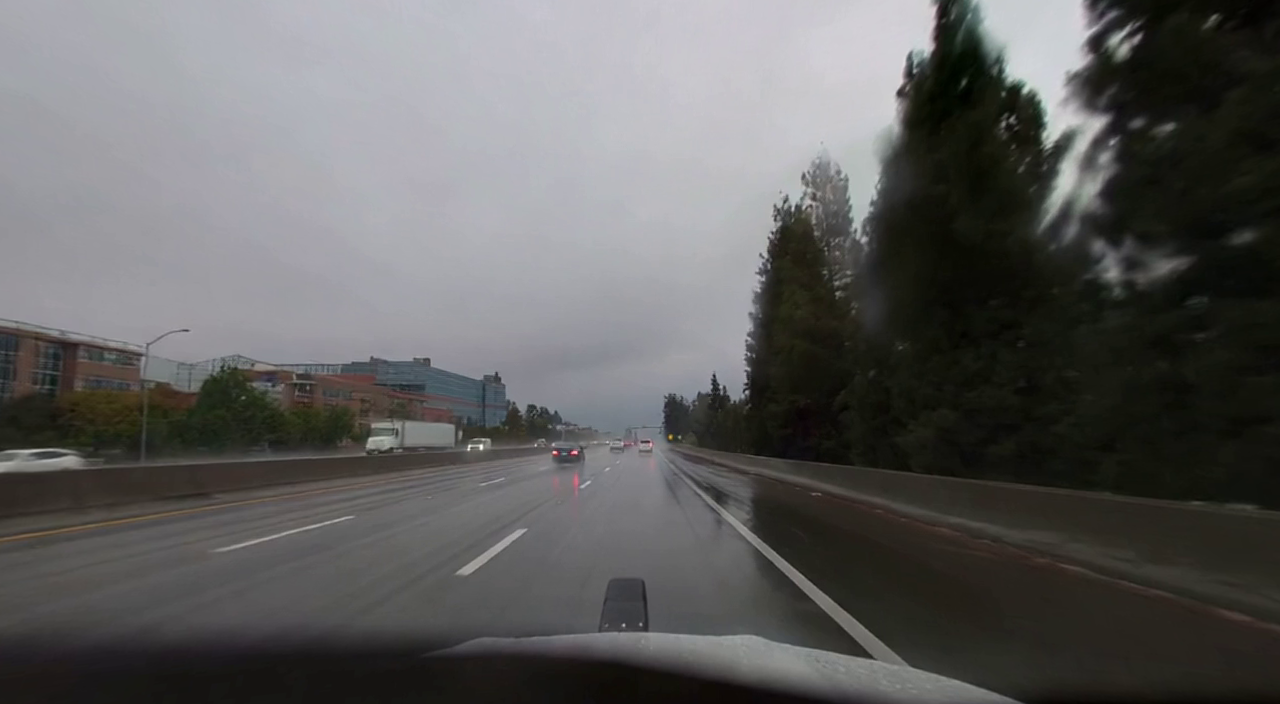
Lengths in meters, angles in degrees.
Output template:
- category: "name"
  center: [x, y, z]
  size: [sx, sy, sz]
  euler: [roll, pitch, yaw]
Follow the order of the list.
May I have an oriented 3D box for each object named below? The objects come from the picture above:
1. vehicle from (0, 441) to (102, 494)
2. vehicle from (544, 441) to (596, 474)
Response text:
- category: "vehicle"
  center: [-23.373, 4.265, 23.528]
  size: [2.153, 1.818, 4.831]
  euler: [0, -8, 2]
- category: "vehicle"
  center: [-3.247, 4.973, 29.970]
  size: [1.926, 1.464, 4.186]
  euler: [0, -8, 1]
